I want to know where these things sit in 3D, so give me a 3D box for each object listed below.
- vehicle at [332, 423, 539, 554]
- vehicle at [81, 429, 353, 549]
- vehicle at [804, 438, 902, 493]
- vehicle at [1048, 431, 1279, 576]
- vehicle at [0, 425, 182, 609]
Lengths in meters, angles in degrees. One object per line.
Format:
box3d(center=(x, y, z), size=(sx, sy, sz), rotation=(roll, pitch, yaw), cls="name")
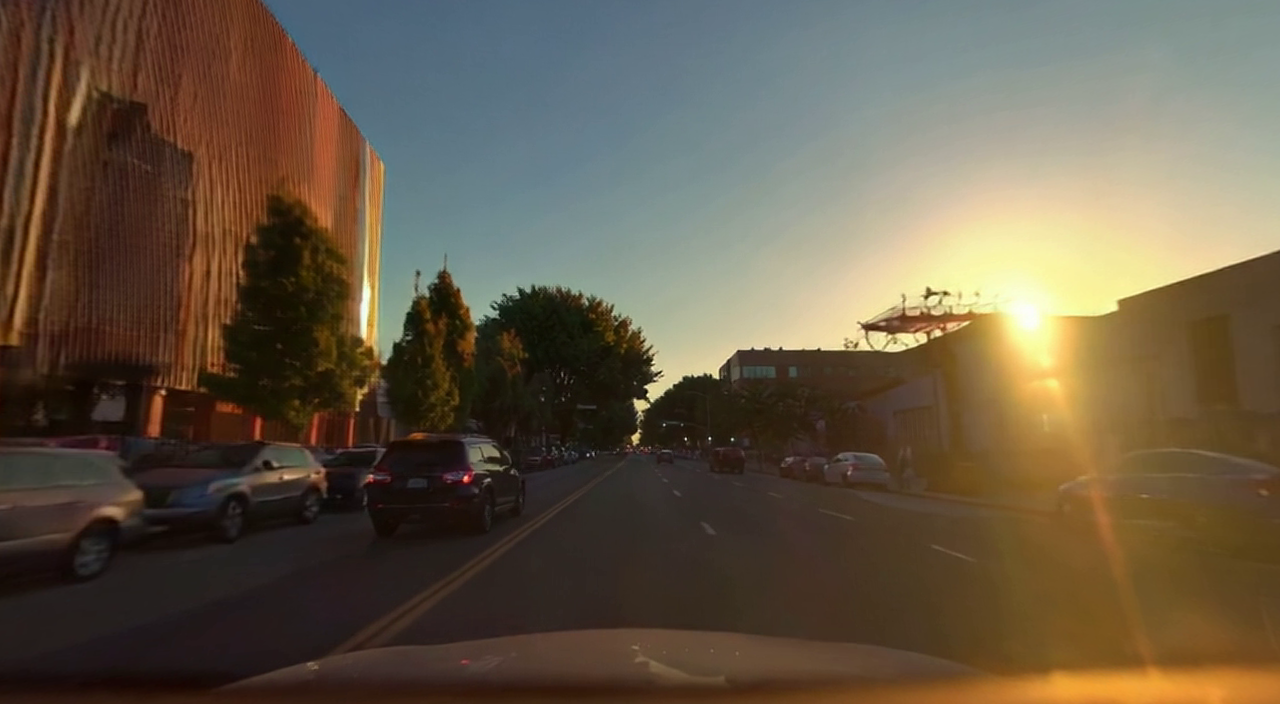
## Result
box3d(center=(-3.133, 2.170, 10.822), size=(2.002, 1.756, 4.366), rotation=(0, -8, 1), cls="vehicle")
box3d(center=(-7.103, 2.370, 11.304), size=(1.880, 1.713, 4.172), rotation=(0, -10, 1), cls="vehicle")
box3d(center=(9.121, 4.884, 27.728), size=(2.249, 2.117, 5.743), rotation=(0, -8, 0), cls="vehicle")
box3d(center=(9.279, 2.303, 10.120), size=(2.167, 1.839, 4.970), rotation=(4, -8, 0), cls="vehicle")
box3d(center=(-7.014, 1.546, 5.845), size=(1.860, 1.723, 4.950), rotation=(0, -8, -1), cls="vehicle")
